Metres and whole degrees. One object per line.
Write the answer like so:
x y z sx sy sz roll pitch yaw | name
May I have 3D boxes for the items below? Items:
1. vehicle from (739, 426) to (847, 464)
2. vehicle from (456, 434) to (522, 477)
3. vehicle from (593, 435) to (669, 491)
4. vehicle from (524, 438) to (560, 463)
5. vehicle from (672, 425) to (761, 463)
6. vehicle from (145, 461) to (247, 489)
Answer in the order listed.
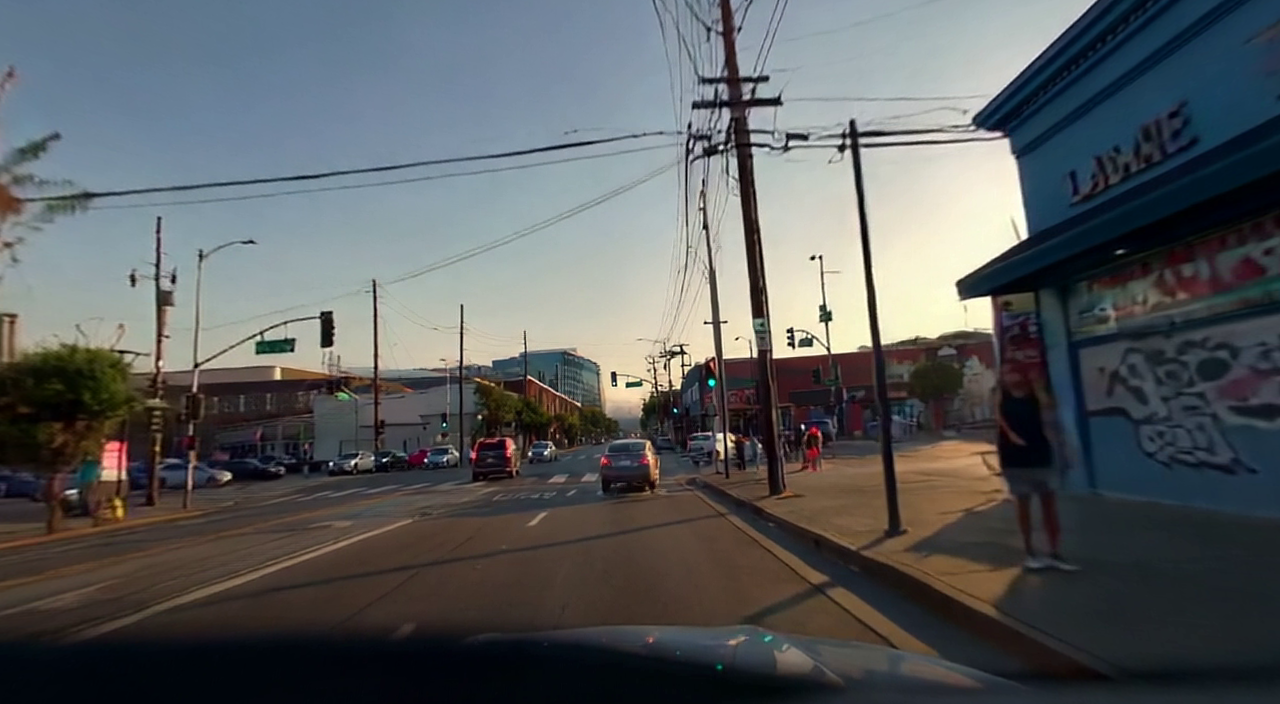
7.473 4.551 31.141 4.714 1.686 1.973 0 -7 -9 | vehicle
-6.671 4.609 28.390 2.063 1.751 4.229 0 -8 -2 | vehicle
-0.243 3.342 19.386 2.059 1.497 4.260 0 -8 0 | vehicle
-6.186 6.254 40.193 2.097 1.457 4.439 1 -8 -8 | vehicle
4.074 4.826 33.345 4.478 1.749 2.161 4 -9 -42 | vehicle
-26.030 7.218 37.149 4.479 1.484 2.036 0 -8 1 | vehicle
